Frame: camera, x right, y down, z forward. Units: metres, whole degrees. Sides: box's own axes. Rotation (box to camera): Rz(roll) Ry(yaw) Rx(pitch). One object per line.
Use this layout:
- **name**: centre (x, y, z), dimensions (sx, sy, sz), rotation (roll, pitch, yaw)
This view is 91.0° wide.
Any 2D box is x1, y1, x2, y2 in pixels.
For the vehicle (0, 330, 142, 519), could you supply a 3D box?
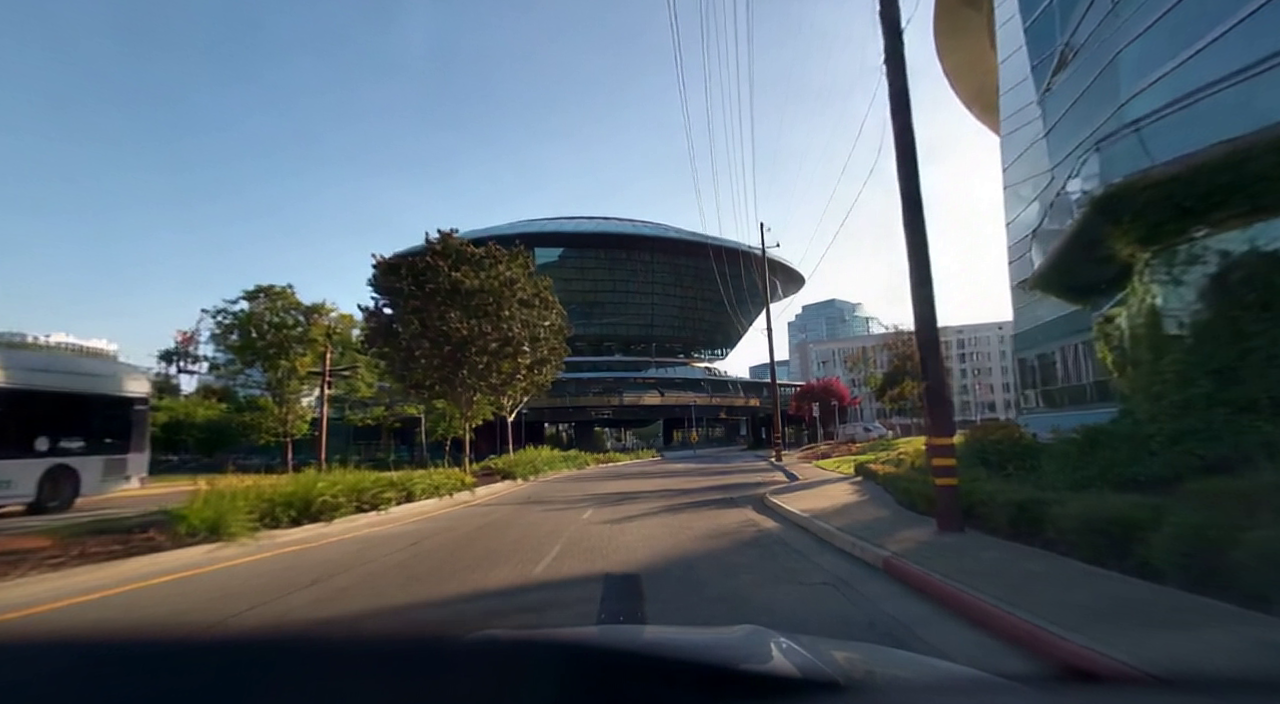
- **vehicle**: centre (-15.416, 1.244, 11.499), dimensions (3.014, 4.047, 11.442), rotation (0, -9, 1)
